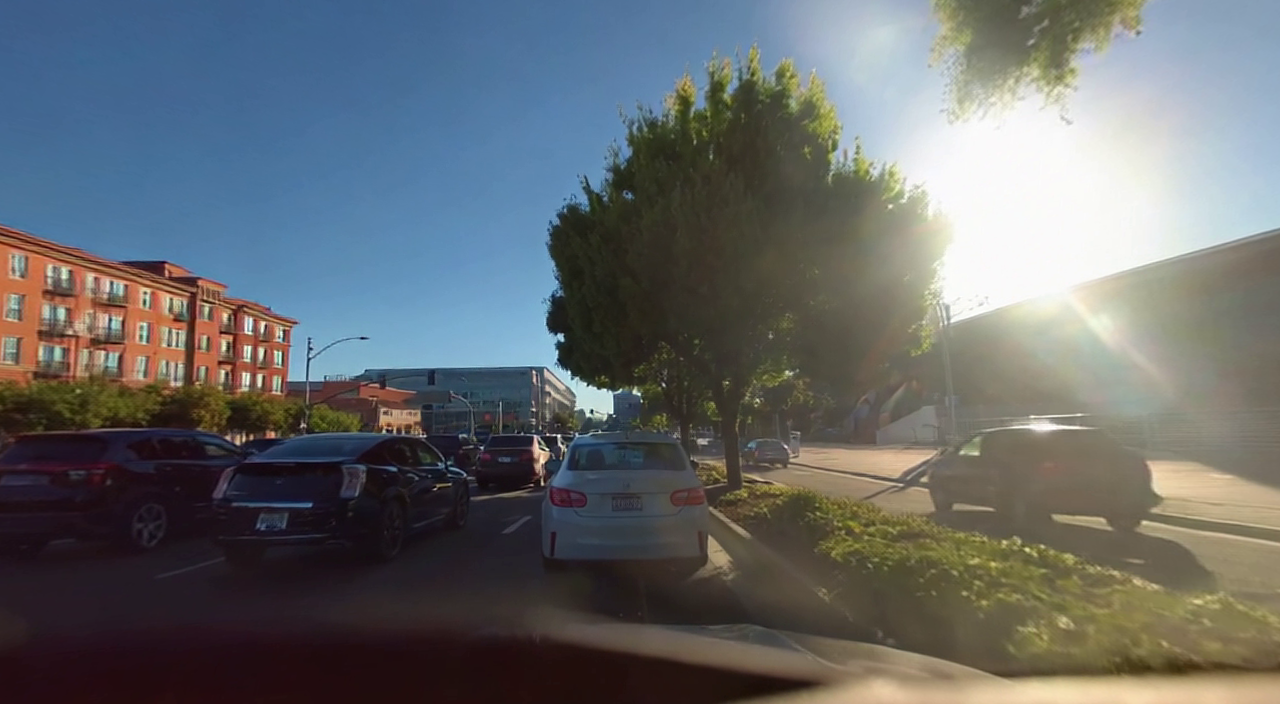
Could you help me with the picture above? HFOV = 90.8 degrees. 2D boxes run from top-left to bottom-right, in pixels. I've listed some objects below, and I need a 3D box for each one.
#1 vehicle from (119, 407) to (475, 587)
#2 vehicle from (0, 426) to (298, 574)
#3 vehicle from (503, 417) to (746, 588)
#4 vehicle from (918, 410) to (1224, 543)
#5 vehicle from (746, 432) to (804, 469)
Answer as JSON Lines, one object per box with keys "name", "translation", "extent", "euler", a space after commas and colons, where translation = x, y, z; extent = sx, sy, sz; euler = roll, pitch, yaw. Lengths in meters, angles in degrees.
{"name": "vehicle", "translation": [-3.705, 1.644, 8.001], "extent": [2.009, 1.619, 4.376], "euler": [0, -8, 1]}
{"name": "vehicle", "translation": [-6.980, 1.861, 8.790], "extent": [1.860, 1.491, 4.586], "euler": [0, -8, 0]}
{"name": "vehicle", "translation": [-0.175, 1.654, 7.789], "extent": [2.161, 1.501, 4.184], "euler": [0, -8, -1]}
{"name": "vehicle", "translation": [6.267, 1.845, 9.925], "extent": [1.895, 1.633, 4.030], "euler": [0, -9, 0]}
{"name": "vehicle", "translation": [6.672, 4.928, 31.696], "extent": [1.889, 1.681, 4.120], "euler": [0, -9, -1]}
